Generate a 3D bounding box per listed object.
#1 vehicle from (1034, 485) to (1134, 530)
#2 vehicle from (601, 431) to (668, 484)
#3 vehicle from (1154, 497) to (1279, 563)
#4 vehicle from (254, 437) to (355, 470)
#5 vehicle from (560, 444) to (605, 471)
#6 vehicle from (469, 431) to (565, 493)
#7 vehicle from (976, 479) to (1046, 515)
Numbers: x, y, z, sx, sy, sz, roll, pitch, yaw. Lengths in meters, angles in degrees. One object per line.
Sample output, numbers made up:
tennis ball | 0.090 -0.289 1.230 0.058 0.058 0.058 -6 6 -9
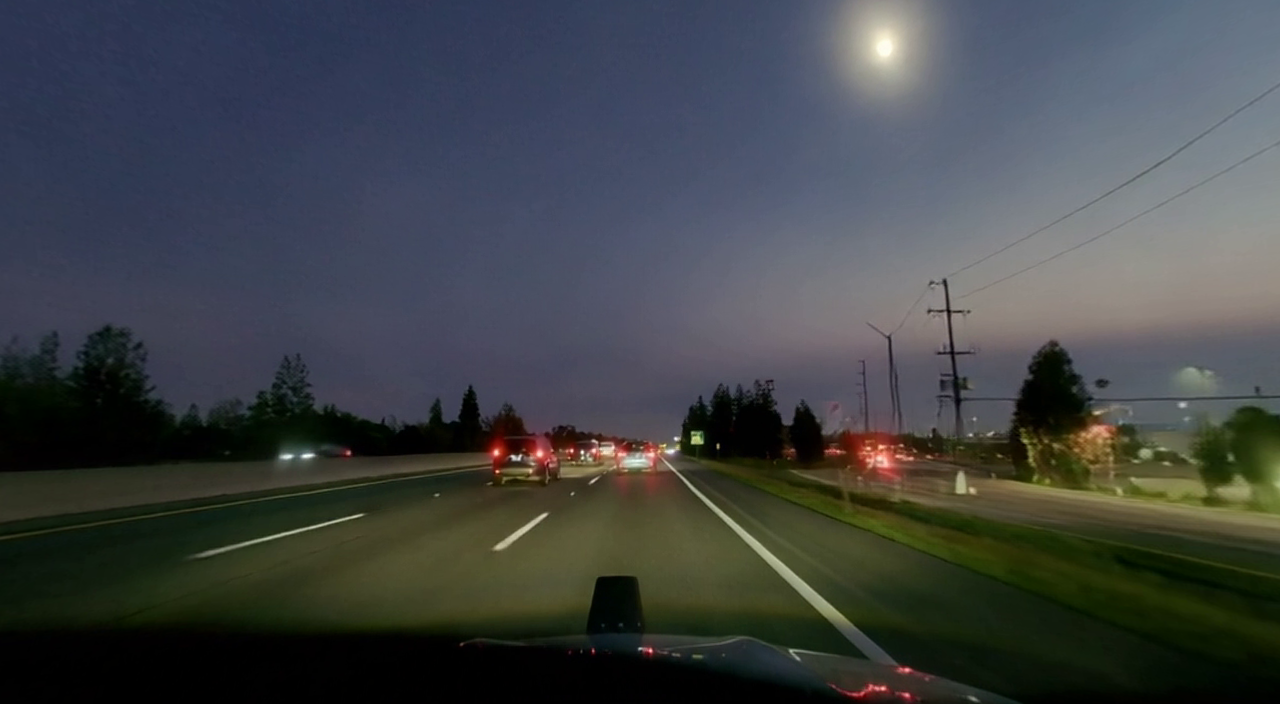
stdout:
vehicle | 21.682 7.583 31.058 1.820 1.768 4.621 -2 -10 6
vehicle | -0.169 3.971 24.012 2.319 1.813 4.274 0 -8 1
vehicle | 19.861 5.876 21.204 1.832 1.624 4.158 -1 -8 4
vehicle | -20.696 6.310 39.396 2.422 1.899 6.624 -1 -8 2
vehicle | -3.296 6.134 36.838 2.092 1.464 4.466 0 -8 2
vehicle | -3.797 3.501 20.372 2.104 1.754 4.515 0 -8 1
vehicle | 21.891 8.521 37.394 1.826 1.625 4.758 -1 -8 8
